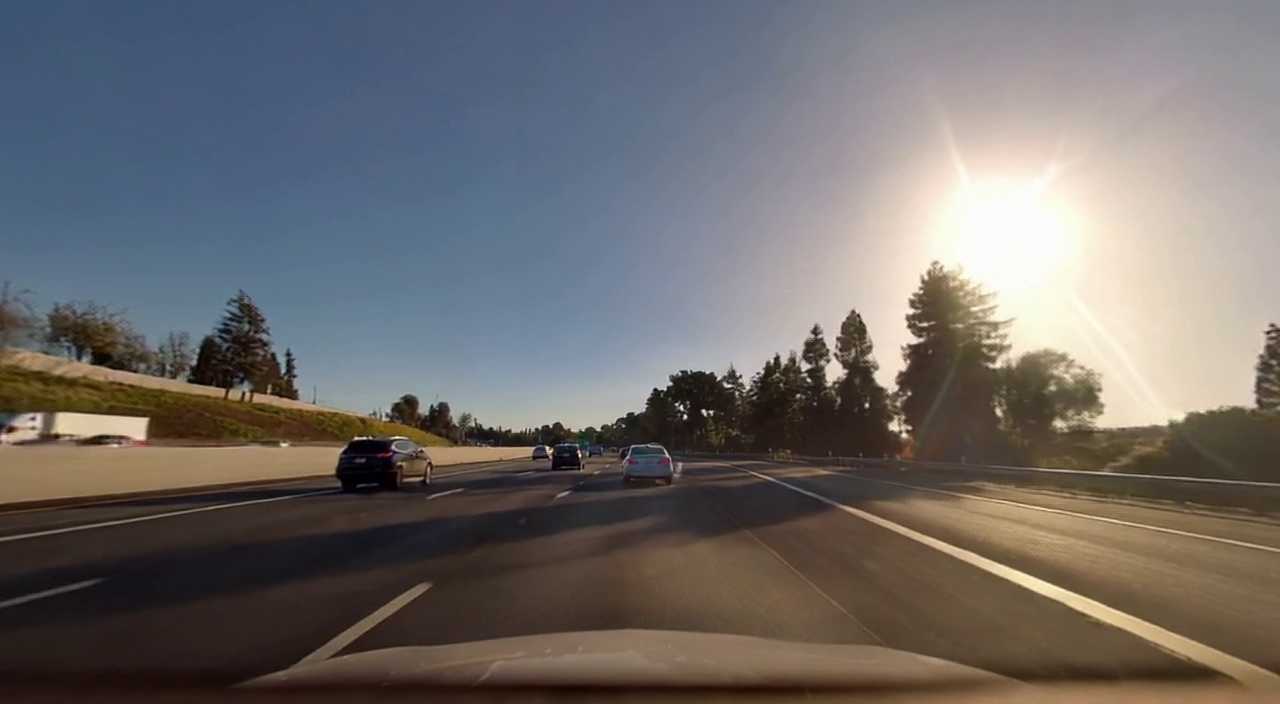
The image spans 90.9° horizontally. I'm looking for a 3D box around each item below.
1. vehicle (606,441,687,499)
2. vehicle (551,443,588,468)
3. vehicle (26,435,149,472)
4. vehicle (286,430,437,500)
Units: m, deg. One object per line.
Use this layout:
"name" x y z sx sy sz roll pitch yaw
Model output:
"vehicle" 0.099 3.359 18.386 2.082 1.482 4.126 0 -8 -2
"vehicle" -5.153 7.581 46.424 2.289 1.777 4.534 0 -8 -1
"vehicle" -31.518 5.799 36.285 2.198 1.939 5.613 0 -8 -3
"vehicle" -7.994 3.296 18.790 2.206 1.788 4.914 0 -8 0
